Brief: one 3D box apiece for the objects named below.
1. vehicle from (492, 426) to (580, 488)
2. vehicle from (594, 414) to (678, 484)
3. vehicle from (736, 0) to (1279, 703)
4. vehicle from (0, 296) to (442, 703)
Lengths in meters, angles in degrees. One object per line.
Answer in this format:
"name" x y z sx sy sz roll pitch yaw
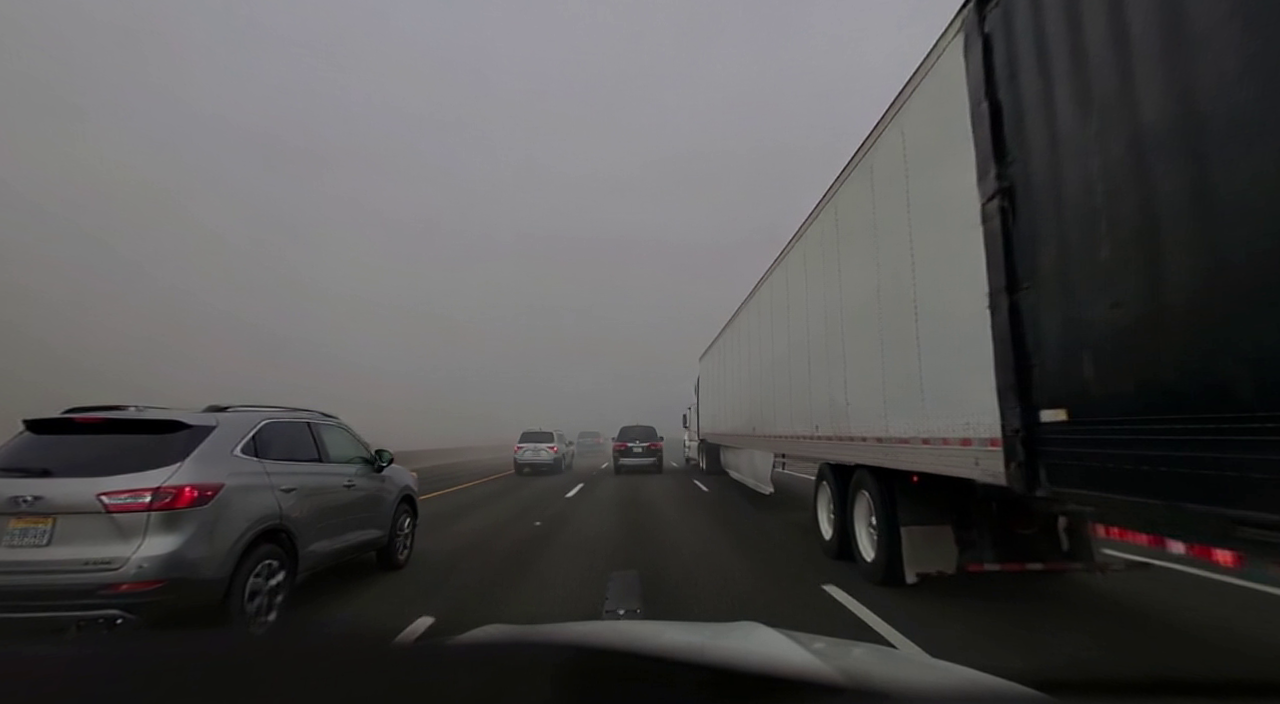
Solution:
"vehicle" -3.315 3.477 21.088 2.120 1.812 4.659 0 -8 1
"vehicle" -0.143 3.551 23.183 2.704 2.216 5.804 0 -8 0
"vehicle" 3.596 0.105 5.939 2.852 4.121 16.210 0 -8 0
"vehicle" -3.306 1.055 4.447 2.193 1.803 4.958 0 -8 0
